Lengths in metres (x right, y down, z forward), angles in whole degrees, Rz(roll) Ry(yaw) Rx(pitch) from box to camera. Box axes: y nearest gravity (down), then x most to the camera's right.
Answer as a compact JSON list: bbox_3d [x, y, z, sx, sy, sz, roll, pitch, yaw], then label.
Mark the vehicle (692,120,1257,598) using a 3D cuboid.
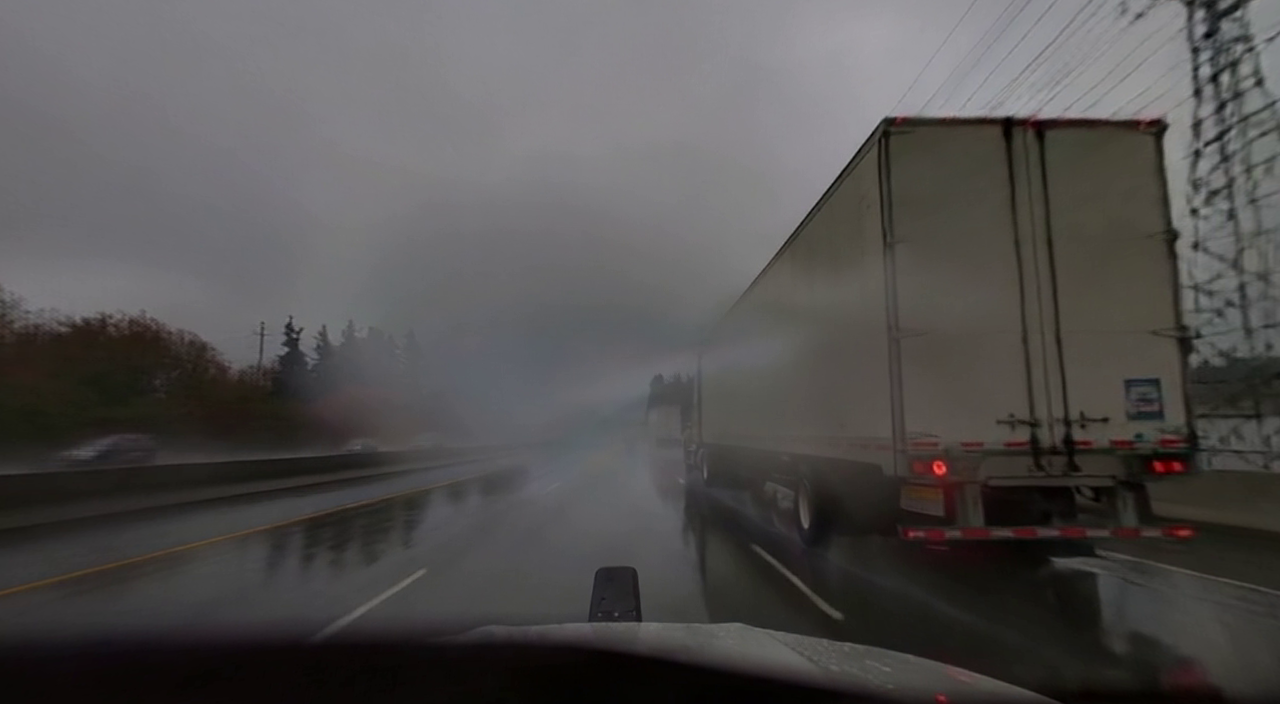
[{"bbox_3d":[3.347,0.910,12.394,2.905,4.080,14.157,0,-8,-2],"label":"vehicle"}]
